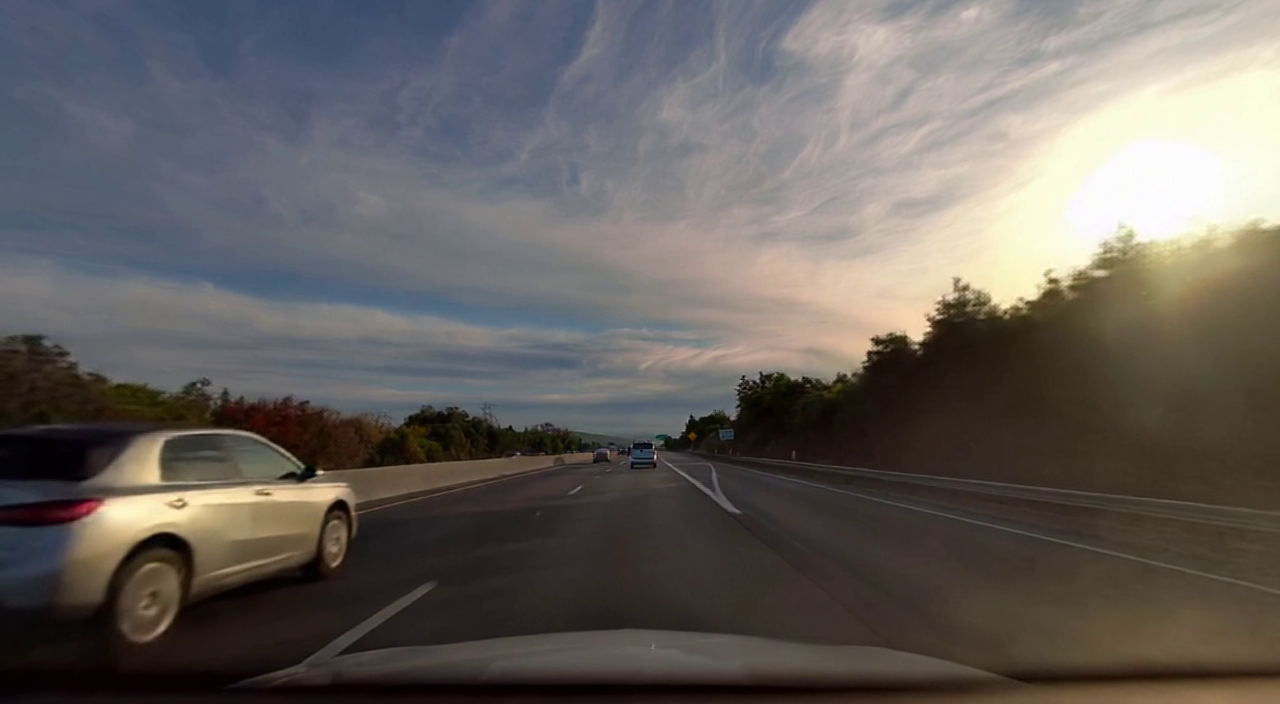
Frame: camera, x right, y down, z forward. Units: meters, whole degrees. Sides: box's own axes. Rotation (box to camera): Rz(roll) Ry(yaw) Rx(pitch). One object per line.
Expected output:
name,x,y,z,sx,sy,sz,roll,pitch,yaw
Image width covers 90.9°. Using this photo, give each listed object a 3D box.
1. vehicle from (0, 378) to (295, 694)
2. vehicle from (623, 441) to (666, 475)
vehicle,-4.508,1.090,3.995,2.078,1.696,4.437,0,-9,0
vehicle,0.237,5.701,34.067,2.172,1.687,3.929,0,-9,0
